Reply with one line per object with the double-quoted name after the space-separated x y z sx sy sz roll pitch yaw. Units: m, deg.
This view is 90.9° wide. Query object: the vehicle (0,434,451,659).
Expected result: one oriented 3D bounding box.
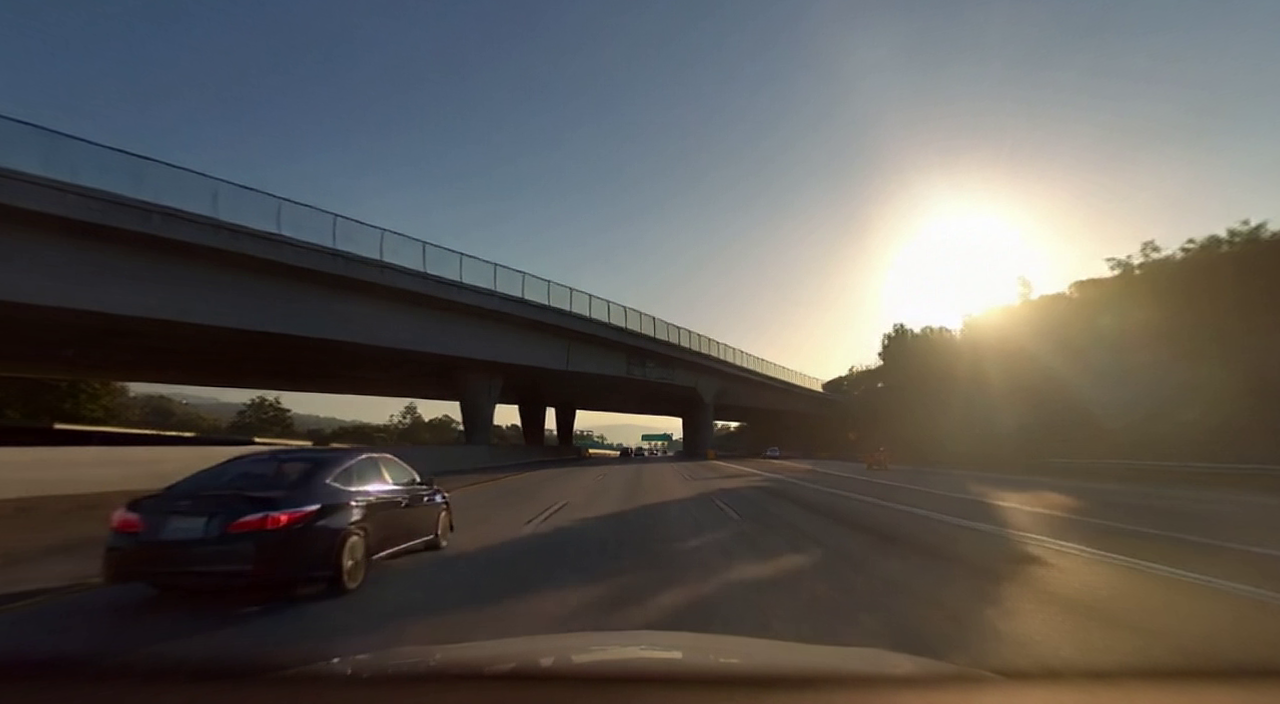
-3.558 1.614 6.306 1.968 1.504 3.892 0 -8 3 "vehicle"
